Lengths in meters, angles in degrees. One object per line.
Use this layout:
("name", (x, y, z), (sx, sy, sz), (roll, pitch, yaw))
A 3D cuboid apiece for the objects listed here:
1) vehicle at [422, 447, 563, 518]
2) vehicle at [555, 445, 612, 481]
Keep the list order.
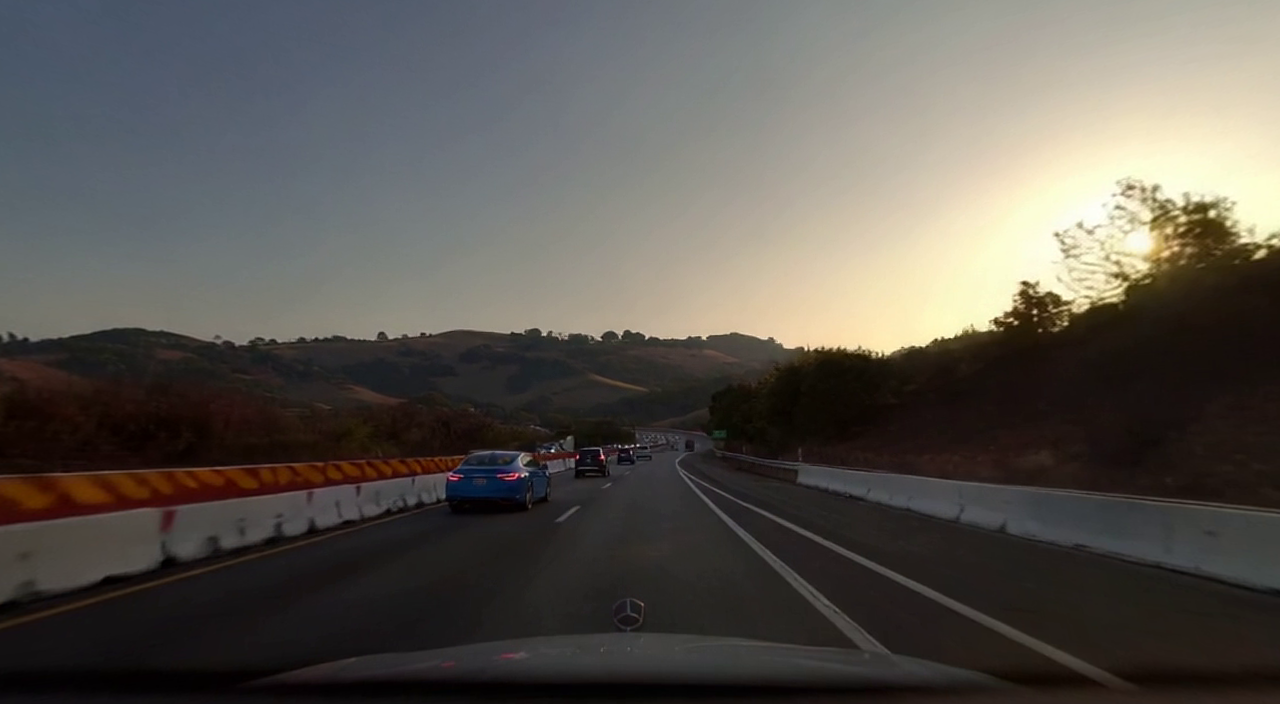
("vehicle", (-3.014, 2.770, 13.860), (2.061, 1.330, 3.928), (0, -9, 1))
("vehicle", (-2.452, 4.989, 28.505), (2.094, 1.480, 4.124), (0, -9, 2))
